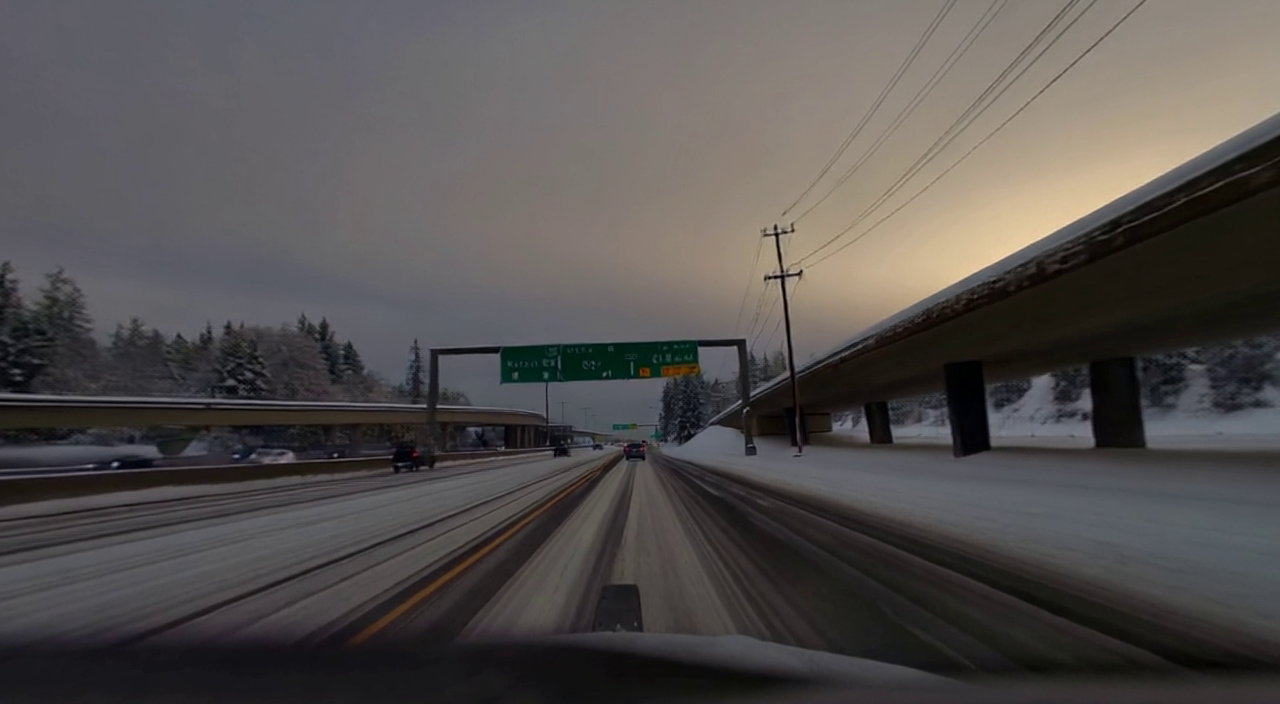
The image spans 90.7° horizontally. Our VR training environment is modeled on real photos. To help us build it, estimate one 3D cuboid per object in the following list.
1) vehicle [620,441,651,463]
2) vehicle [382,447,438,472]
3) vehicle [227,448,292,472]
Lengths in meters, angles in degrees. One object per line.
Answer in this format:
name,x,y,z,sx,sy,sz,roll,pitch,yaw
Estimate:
vehicle,-0.317,7.191,45.552,2.086,1.472,4.168,0,-8,-1
vehicle,-14.865,6.919,41.100,1.969,1.486,4.395,0,-8,0
vehicle,-28.331,8.052,47.319,1.999,1.620,4.600,0,-8,0
